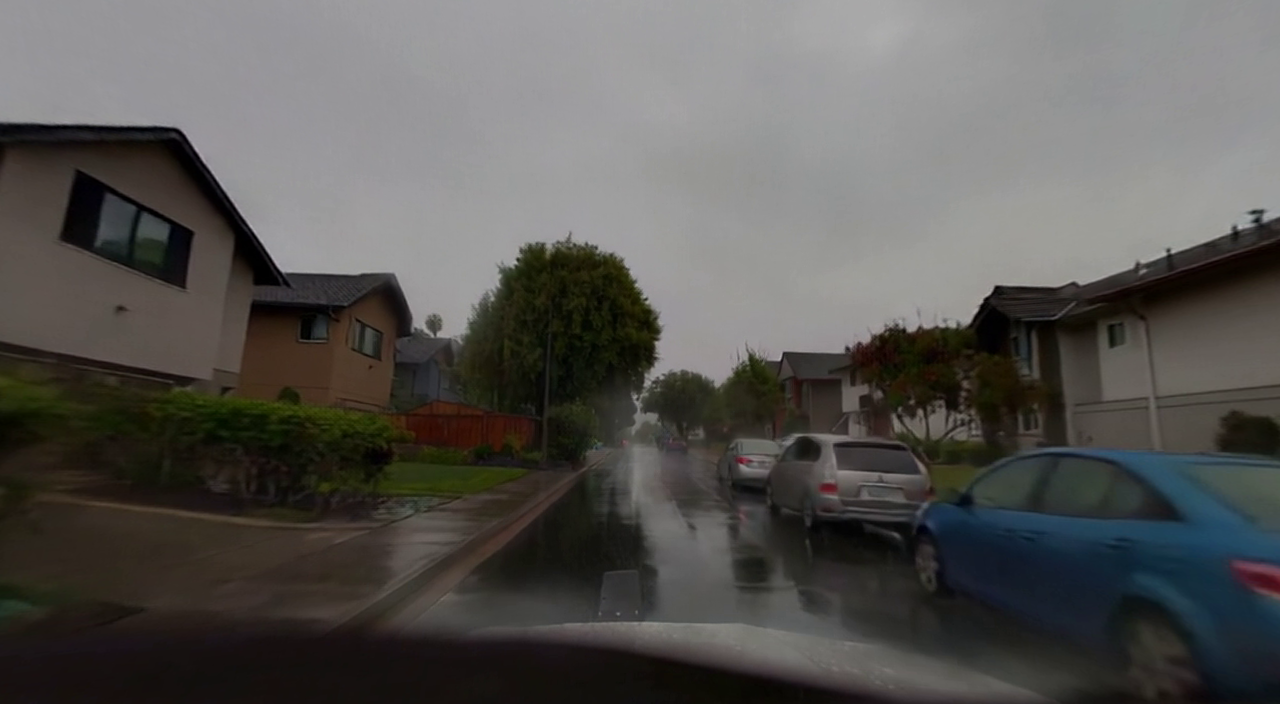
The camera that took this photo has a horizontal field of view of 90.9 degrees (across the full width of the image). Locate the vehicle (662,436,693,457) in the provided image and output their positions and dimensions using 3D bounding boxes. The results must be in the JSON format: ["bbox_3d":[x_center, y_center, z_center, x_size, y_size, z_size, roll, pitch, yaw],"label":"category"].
[{"bbox_3d":[2.806,7.162,48.074,1.955,1.498,4.046,0,-8,-2],"label":"vehicle"}]

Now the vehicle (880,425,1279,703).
[{"bbox_3d":[3.293,1.262,4.217,1.721,1.477,3.965,0,-8,-1],"label":"vehicle"}]

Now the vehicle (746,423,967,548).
[{"bbox_3d":[3.194,2.038,10.497,2.006,1.603,4.553,0,-8,-1],"label":"vehicle"}]
